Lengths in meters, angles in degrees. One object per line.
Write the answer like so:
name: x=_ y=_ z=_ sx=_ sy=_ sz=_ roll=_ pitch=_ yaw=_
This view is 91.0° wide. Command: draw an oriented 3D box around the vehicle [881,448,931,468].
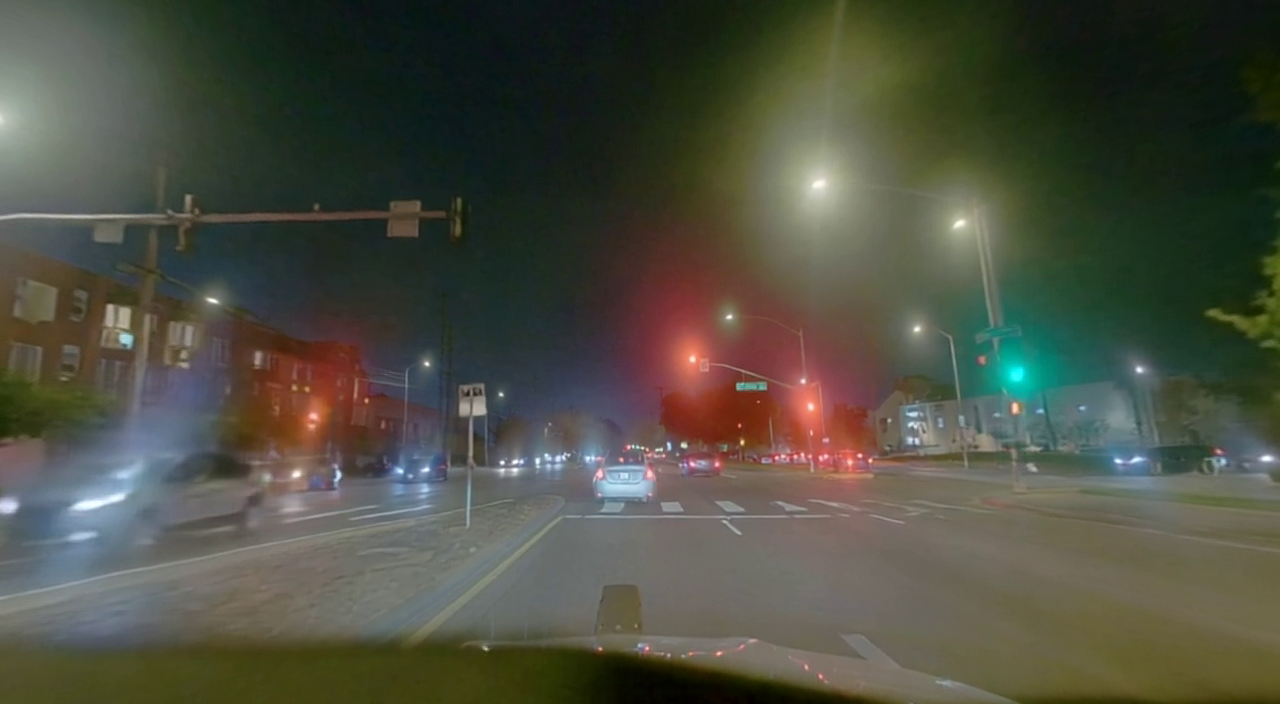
vehicle: x=19.936 y=7.922 z=47.065 sx=1.932 sy=1.430 sz=4.203 roll=-8 pitch=-12 yaw=43

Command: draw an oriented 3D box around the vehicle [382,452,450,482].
vehicle: x=-12.054 y=6.213 z=34.230 sx=1.963 sy=1.504 sz=4.640 roll=0 pitch=-9 yaw=0

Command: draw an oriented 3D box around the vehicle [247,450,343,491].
vehicle: x=-15.840 y=5.441 z=29.190 sx=1.922 sy=1.717 sz=4.366 roll=0 pitch=-9 yaw=0

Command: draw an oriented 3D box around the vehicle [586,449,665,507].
vehicle: x=-0.382 y=3.512 z=18.067 sx=2.010 sy=1.447 sz=4.121 roll=0 pitch=-9 yaw=-1

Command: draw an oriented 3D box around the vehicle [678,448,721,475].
vehicle: x=3.437 y=6.378 z=36.866 sx=2.023 sy=1.506 sz=3.816 roll=0 pitch=-9 yaw=-2

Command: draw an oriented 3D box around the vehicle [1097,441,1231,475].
vehicle: x=26.007 y=5.285 z=31.388 sx=4.665 sy=1.612 sz=1.937 roll=-1 pitch=-9 yaw=8

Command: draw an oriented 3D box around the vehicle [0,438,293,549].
vehicle: x=-8.507 y=2.377 z=11.287 sx=1.966 sy=1.571 sz=4.479 roll=0 pitch=-9 yaw=0
